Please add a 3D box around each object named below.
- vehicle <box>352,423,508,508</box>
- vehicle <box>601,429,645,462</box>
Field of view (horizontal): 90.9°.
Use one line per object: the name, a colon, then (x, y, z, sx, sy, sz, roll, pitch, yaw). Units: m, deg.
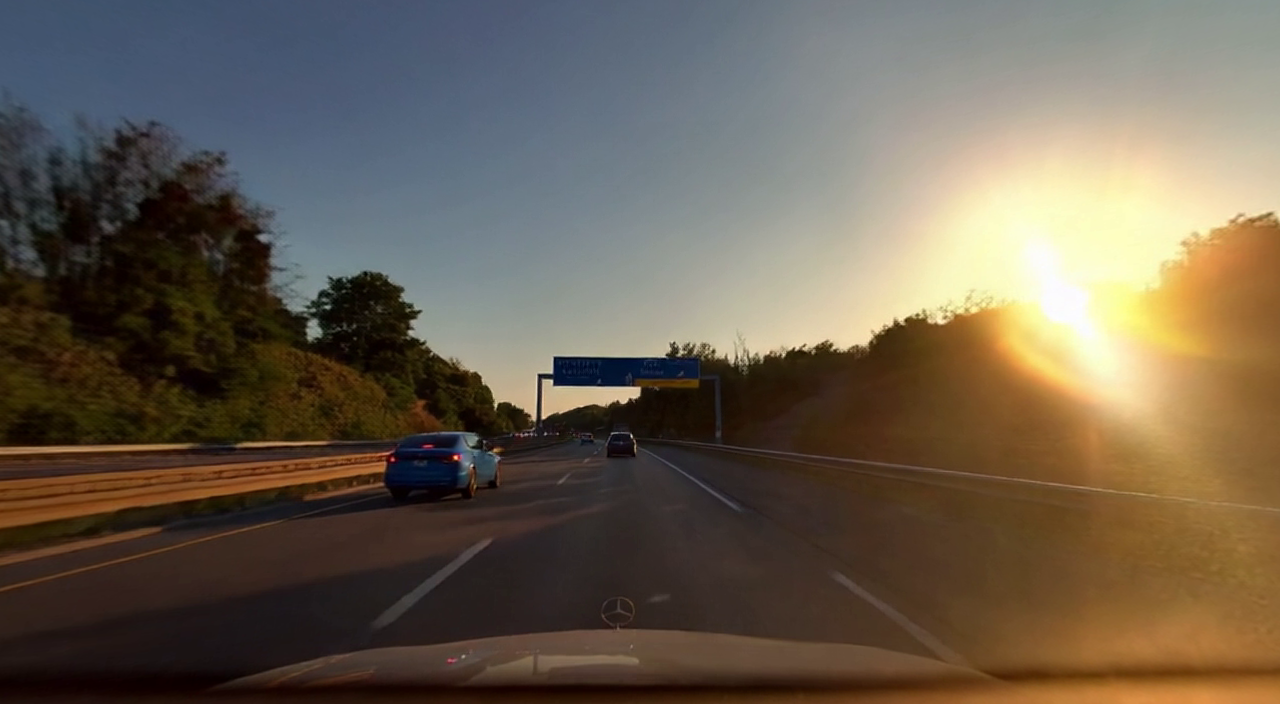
vehicle: (-4.233, 2.342, 13.537, 1.975, 1.518, 4.242, 0, -8, -1)
vehicle: (-0.893, 4.950, 33.527, 2.162, 1.616, 4.242, 0, -8, -1)
